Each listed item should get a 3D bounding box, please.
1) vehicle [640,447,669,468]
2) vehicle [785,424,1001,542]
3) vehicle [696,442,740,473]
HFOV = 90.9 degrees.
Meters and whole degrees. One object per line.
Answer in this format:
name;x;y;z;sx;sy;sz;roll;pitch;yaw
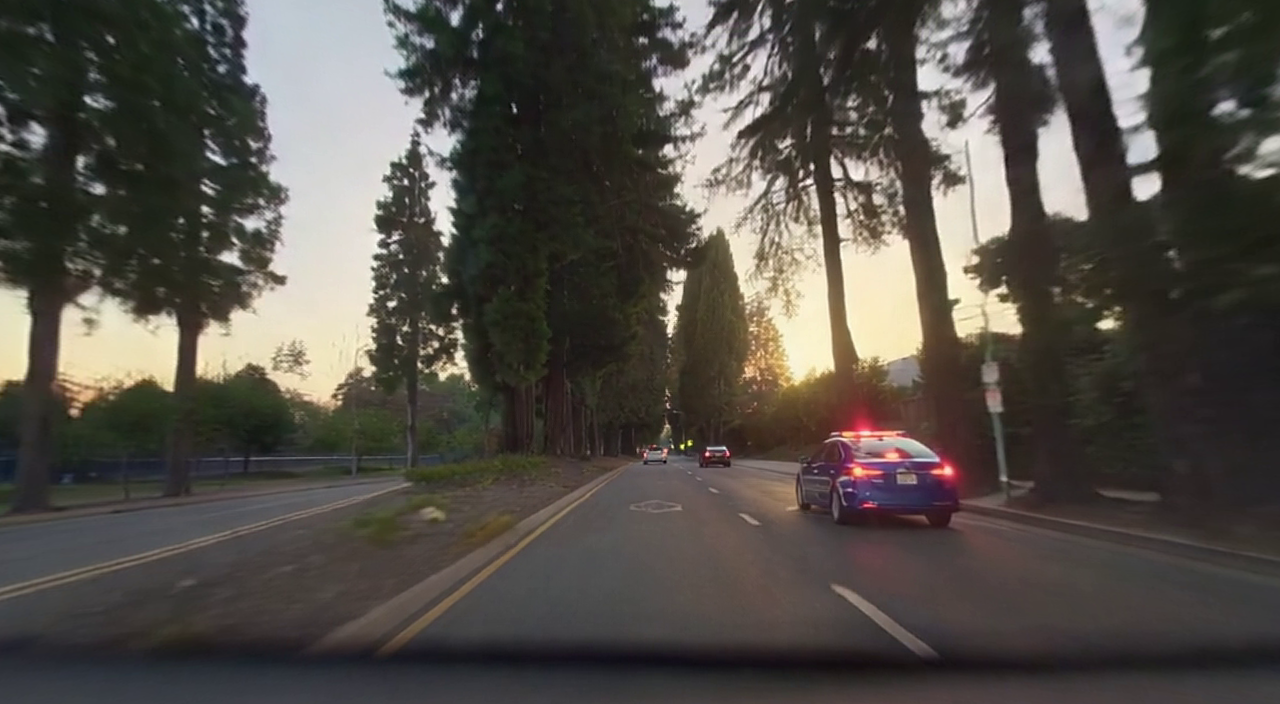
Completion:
vehicle;1.043;7.751;46.454;2.026;1.466;4.282;0;-8;1
vehicle;4.038;2.145;10.983;2.052;1.639;4.123;0;-8;0
vehicle;4.561;6.224;37.405;2.110;1.666;3.912;0;-8;0
